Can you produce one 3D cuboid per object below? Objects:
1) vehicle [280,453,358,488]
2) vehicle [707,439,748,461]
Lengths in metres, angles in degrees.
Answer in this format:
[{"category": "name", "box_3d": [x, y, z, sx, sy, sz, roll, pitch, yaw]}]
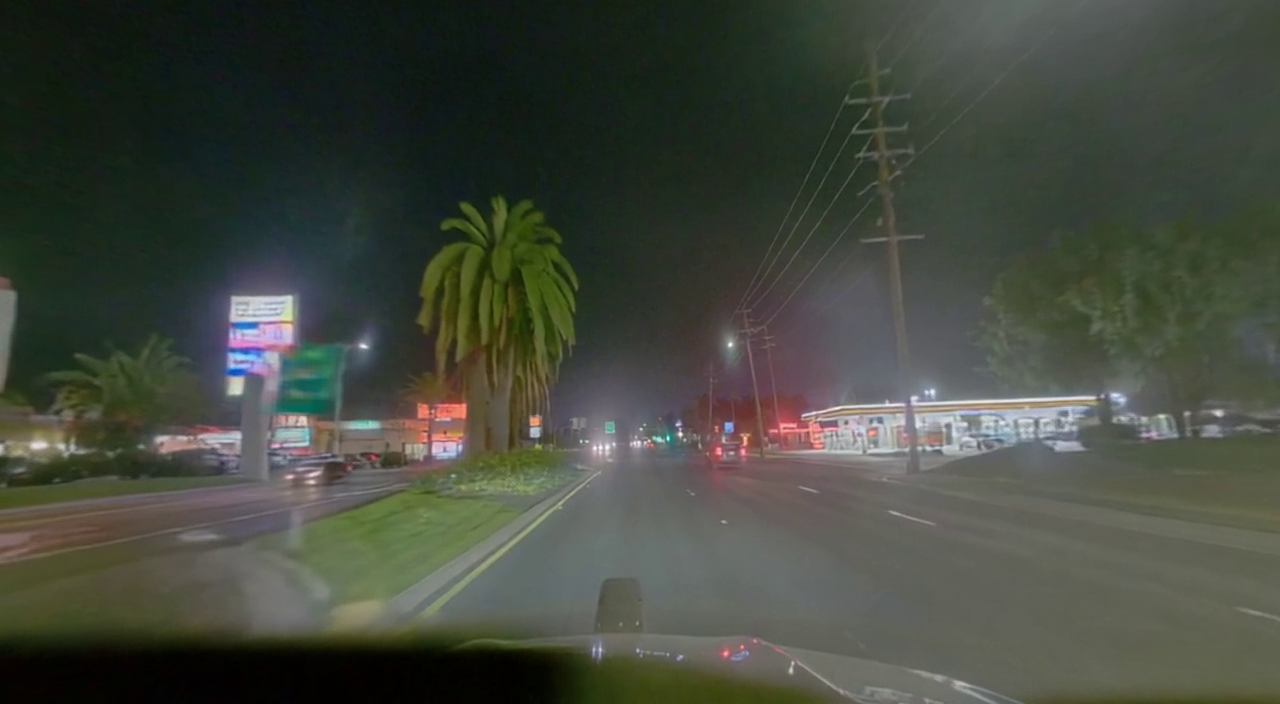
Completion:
[{"category": "vehicle", "box_3d": [-16.045, 5.904, 31.786, 1.916, 1.545, 3.896, 0, -8, -2]}, {"category": "vehicle", "box_3d": [6.298, 7.092, 45.968, 2.261, 1.479, 4.403, 0, -8, -2]}]
